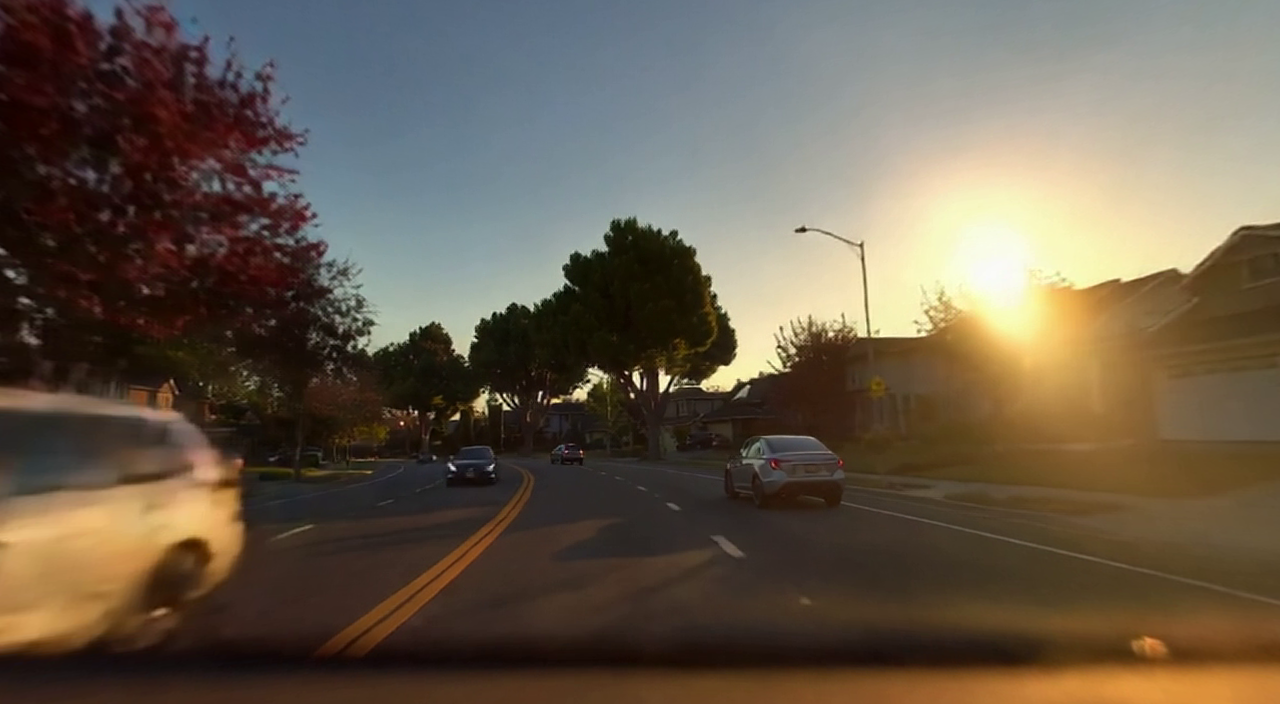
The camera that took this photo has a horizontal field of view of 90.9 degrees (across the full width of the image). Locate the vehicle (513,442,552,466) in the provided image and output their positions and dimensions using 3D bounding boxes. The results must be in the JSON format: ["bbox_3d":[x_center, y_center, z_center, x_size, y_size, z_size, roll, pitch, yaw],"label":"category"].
[{"bbox_3d":[-7.826,7.360,45.638,2.106,1.667,4.367,3,-9,-18],"label":"vehicle"}]

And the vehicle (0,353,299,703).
[{"bbox_3d":[-4.217,0.987,3.313,2.316,1.845,4.805,0,-8,-3],"label":"vehicle"}]

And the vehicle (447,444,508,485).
[{"bbox_3d":[-6.362,4.415,25.136,1.985,1.470,4.305,1,-8,-10],"label":"vehicle"}]

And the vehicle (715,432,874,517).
[{"bbox_3d":[3.038,2.509,13.501,1.934,1.506,4.282,1,-8,-6],"label":"vehicle"}]
